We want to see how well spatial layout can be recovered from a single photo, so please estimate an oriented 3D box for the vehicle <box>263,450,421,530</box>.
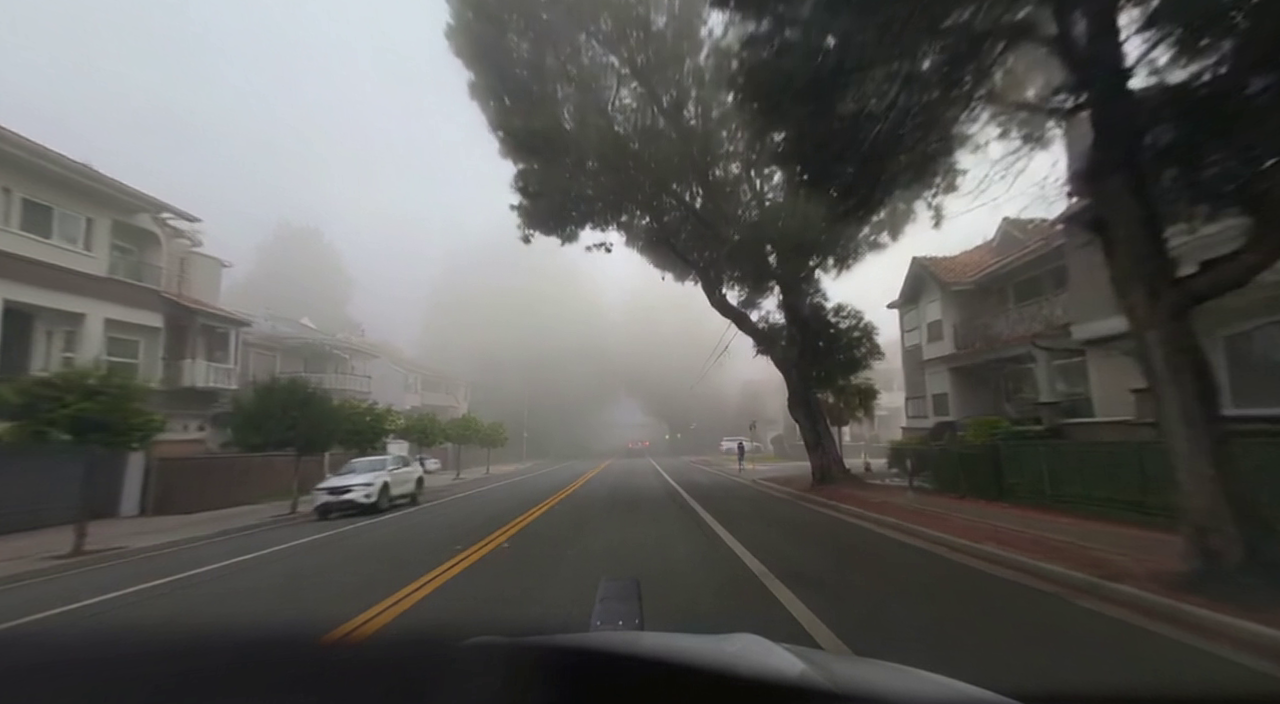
[{"bbox_3d":[-7.407,3.405,16.255,2.010,1.553,4.312,-5,-8,0],"label":"vehicle"}]
